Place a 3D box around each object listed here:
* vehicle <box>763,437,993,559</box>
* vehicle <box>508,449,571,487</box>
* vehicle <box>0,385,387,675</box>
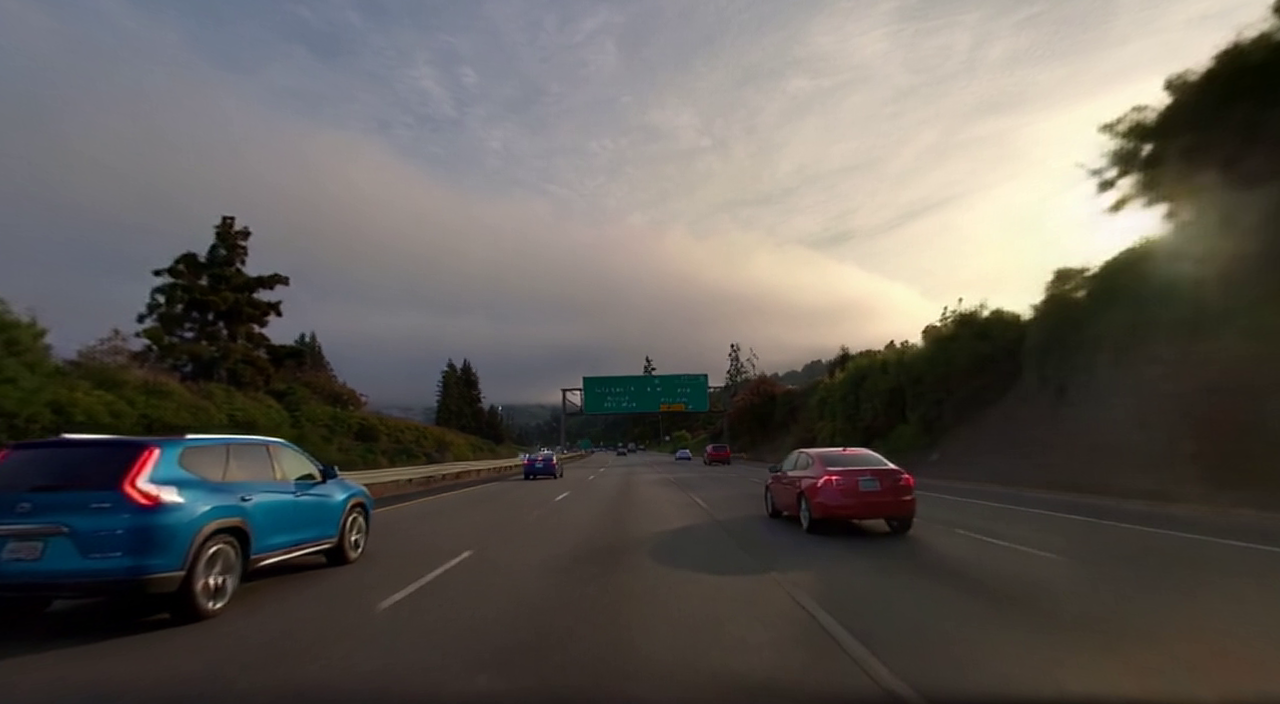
[{"bbox_3d":[3.550,2.258,10.481,2.120,1.572,4.344,0,-9,0],"label":"vehicle"},{"bbox_3d":[-4.248,4.945,27.244,2.009,1.488,4.289,0,-9,0],"label":"vehicle"},{"bbox_3d":[-4.365,1.410,6.026,2.079,1.745,4.281,0,-9,0],"label":"vehicle"}]
